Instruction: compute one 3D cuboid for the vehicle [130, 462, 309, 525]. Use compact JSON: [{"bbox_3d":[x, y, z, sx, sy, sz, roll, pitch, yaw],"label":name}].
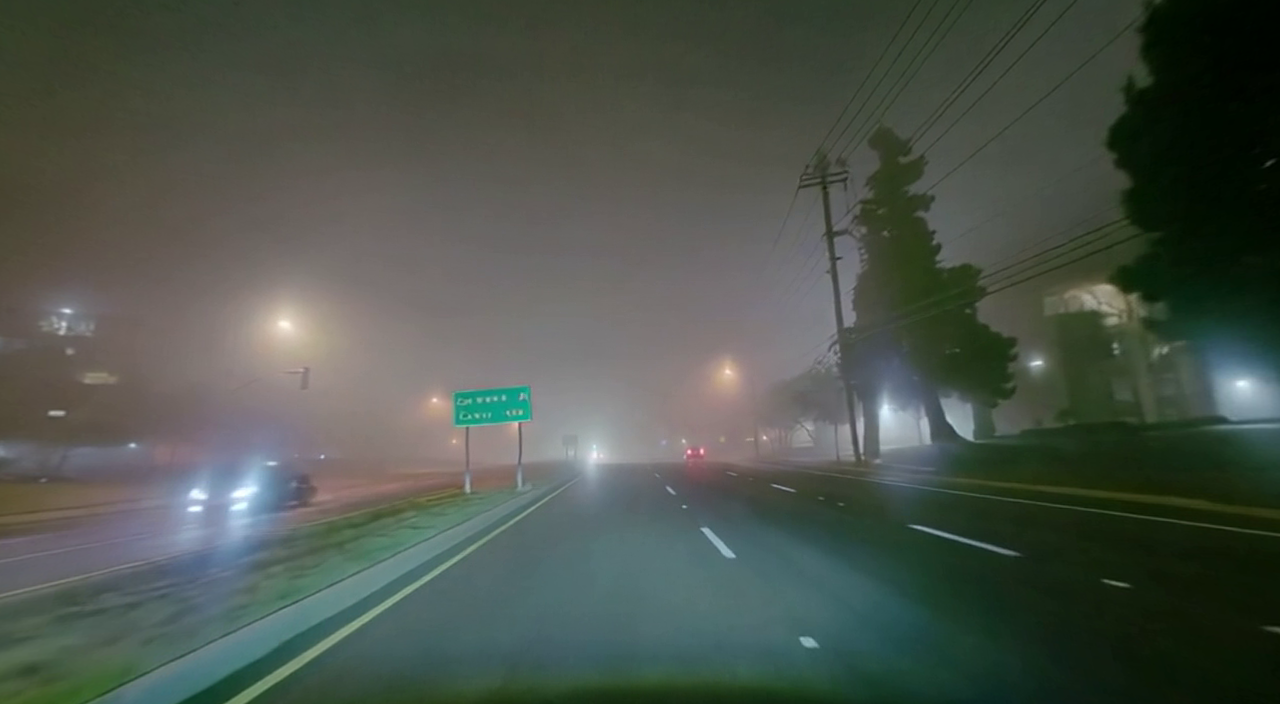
[{"bbox_3d":[-12.155,4.091,18.687,2.116,1.470,4.581,-1,-9,0],"label":"vehicle"}]
